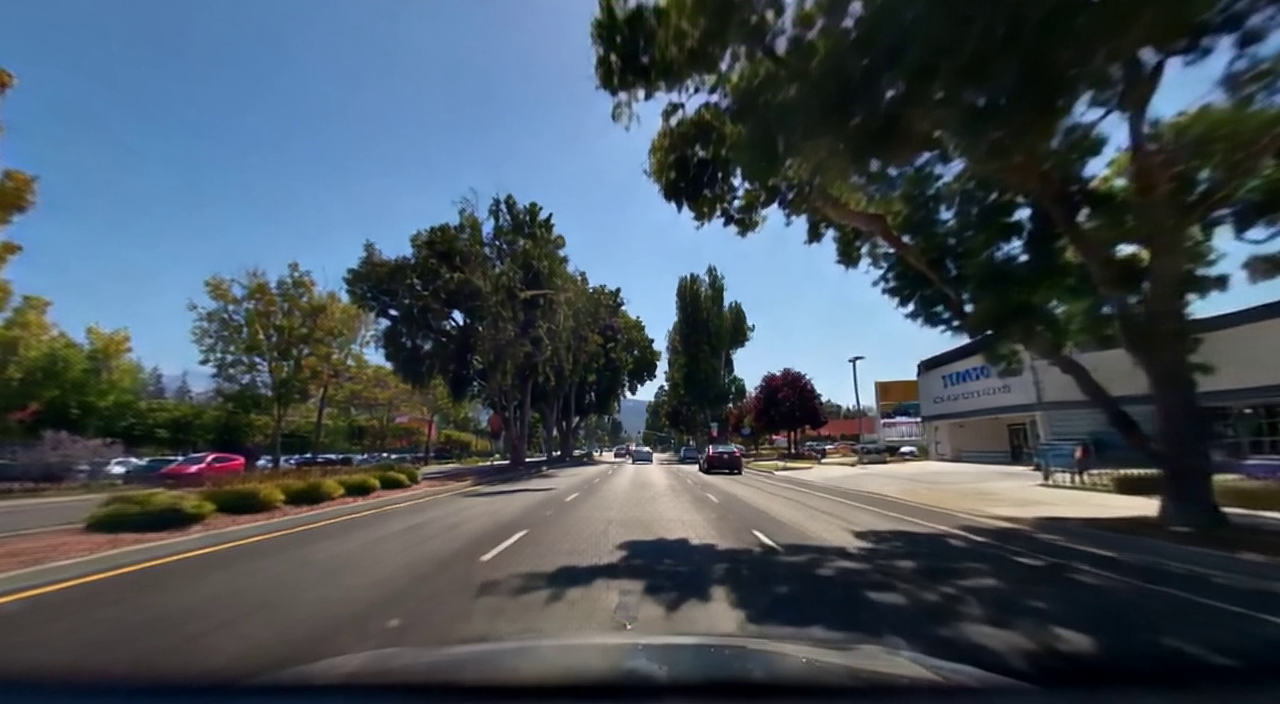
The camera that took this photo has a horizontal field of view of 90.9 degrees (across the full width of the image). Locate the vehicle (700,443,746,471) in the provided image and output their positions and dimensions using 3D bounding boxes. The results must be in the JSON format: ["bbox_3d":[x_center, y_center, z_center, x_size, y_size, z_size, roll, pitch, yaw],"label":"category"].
[{"bbox_3d":[4.533,5.815,35.094,1.916,1.459,4.335,0,-9,-1],"label":"vehicle"}]

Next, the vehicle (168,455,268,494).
[{"bbox_3d":[-22.339,6.455,33.638,1.939,1.780,5.057,0,-8,-2],"label":"vehicle"}]

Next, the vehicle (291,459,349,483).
[{"bbox_3d":[-22.486,8.343,44.477,1.841,1.510,4.389,-1,-9,0],"label":"vehicle"}]

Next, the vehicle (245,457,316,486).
[{"bbox_3d":[-22.531,7.495,39.758,1.674,1.483,4.741,-3,-8,1],"label":"vehicle"}]

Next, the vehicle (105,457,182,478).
[{"bbox_3d":[-39.198,9.120,49.835,4.370,1.497,2.031,0,-8,0],"label":"vehicle"}]
